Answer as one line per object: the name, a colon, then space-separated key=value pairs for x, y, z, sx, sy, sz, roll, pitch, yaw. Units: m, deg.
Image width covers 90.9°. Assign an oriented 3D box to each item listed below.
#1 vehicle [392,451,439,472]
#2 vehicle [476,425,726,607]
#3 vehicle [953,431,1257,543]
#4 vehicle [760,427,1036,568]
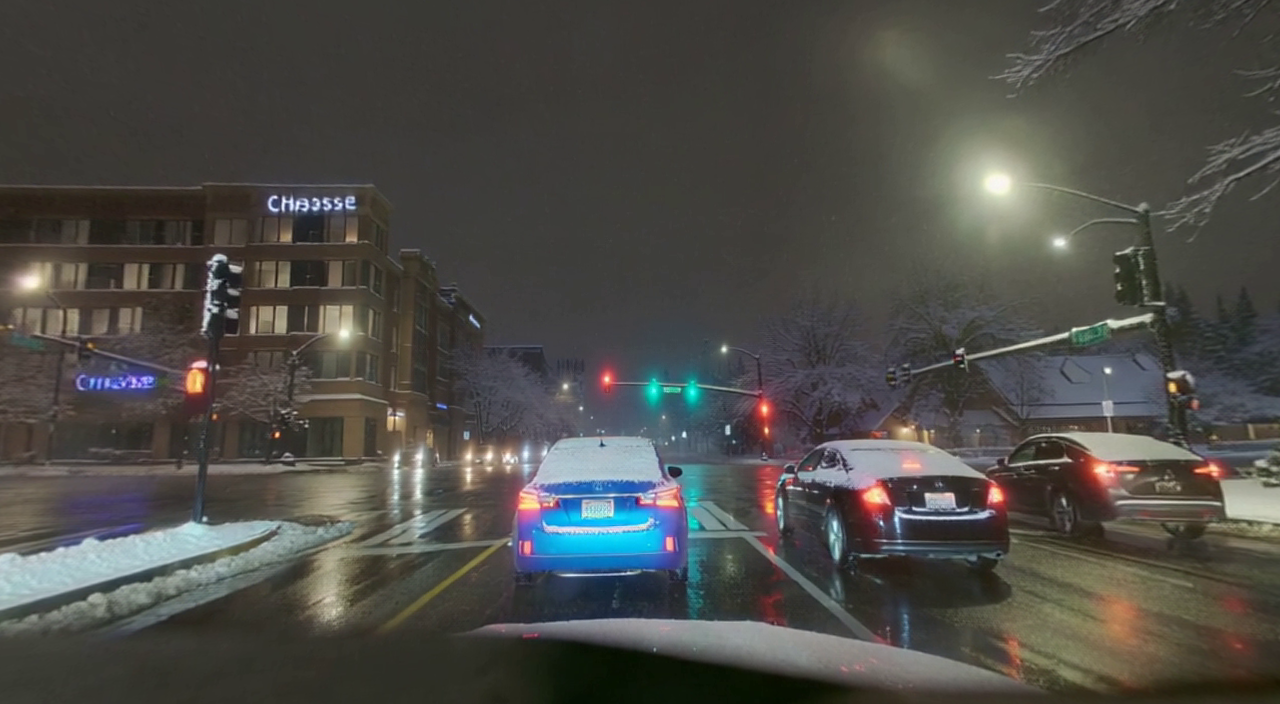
vehicle: x=-17.141 y=8.335 z=48.373 sx=2.048 sy=1.463 sz=4.530 roll=0 pitch=-8 yaw=-1
vehicle: x=-0.369 y=1.653 z=7.287 sx=2.059 sy=1.477 sz=3.988 roll=0 pitch=-8 yaw=-1
vehicle: x=7.443 y=2.164 z=10.787 sx=1.908 sy=1.517 sz=4.182 roll=0 pitch=-8 yaw=-1
vehicle: x=3.214 y=1.887 z=8.970 sx=2.042 sy=1.508 sz=4.109 roll=0 pitch=-8 yaw=-2
